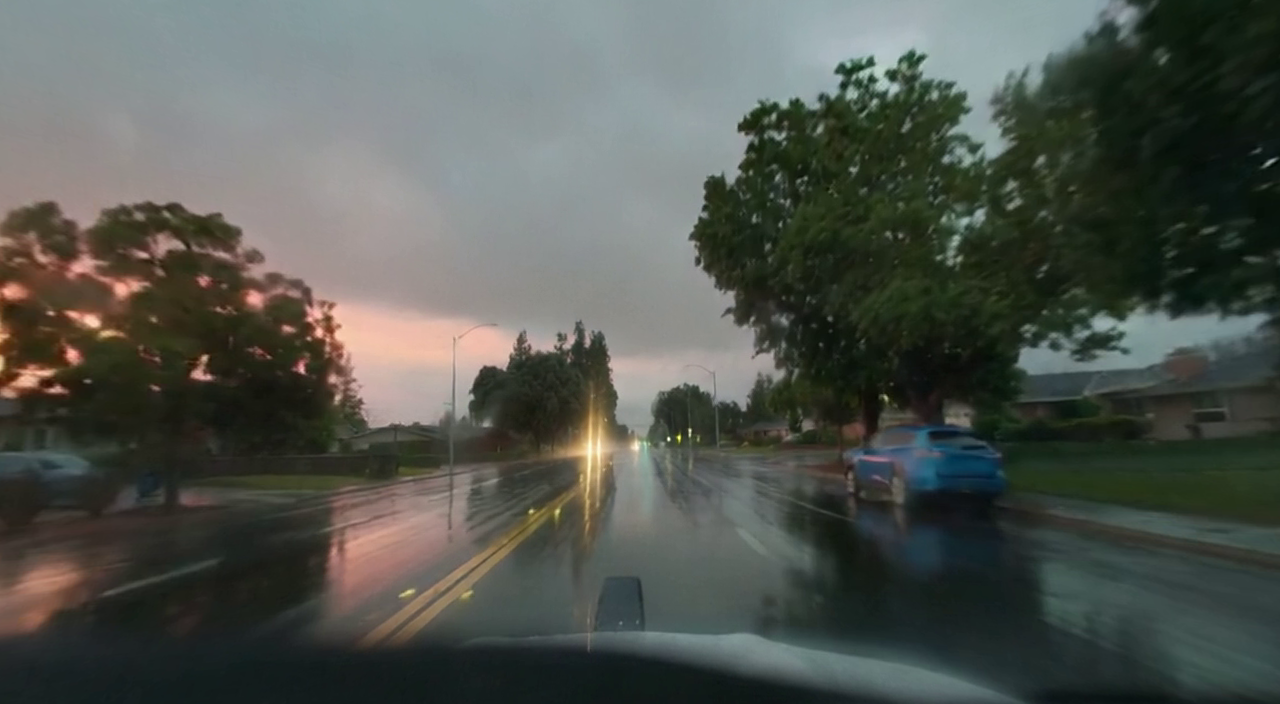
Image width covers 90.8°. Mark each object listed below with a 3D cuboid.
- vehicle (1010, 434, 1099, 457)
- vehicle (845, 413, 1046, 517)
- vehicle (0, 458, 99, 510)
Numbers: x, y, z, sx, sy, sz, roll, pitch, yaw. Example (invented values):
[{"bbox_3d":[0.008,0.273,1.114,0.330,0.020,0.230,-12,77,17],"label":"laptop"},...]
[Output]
[{"bbox_3d":[29.665,6.708,45.360,4.899,1.526,1.916,0,-8,5],"label":"vehicle"},{"bbox_3d":[6.488,2.461,14.225,2.116,1.844,4.792,2,-8,0],"label":"vehicle"},{"bbox_3d":[-21.526,4.498,21.699,4.222,1.596,1.968,-2,-8,6],"label":"vehicle"}]
